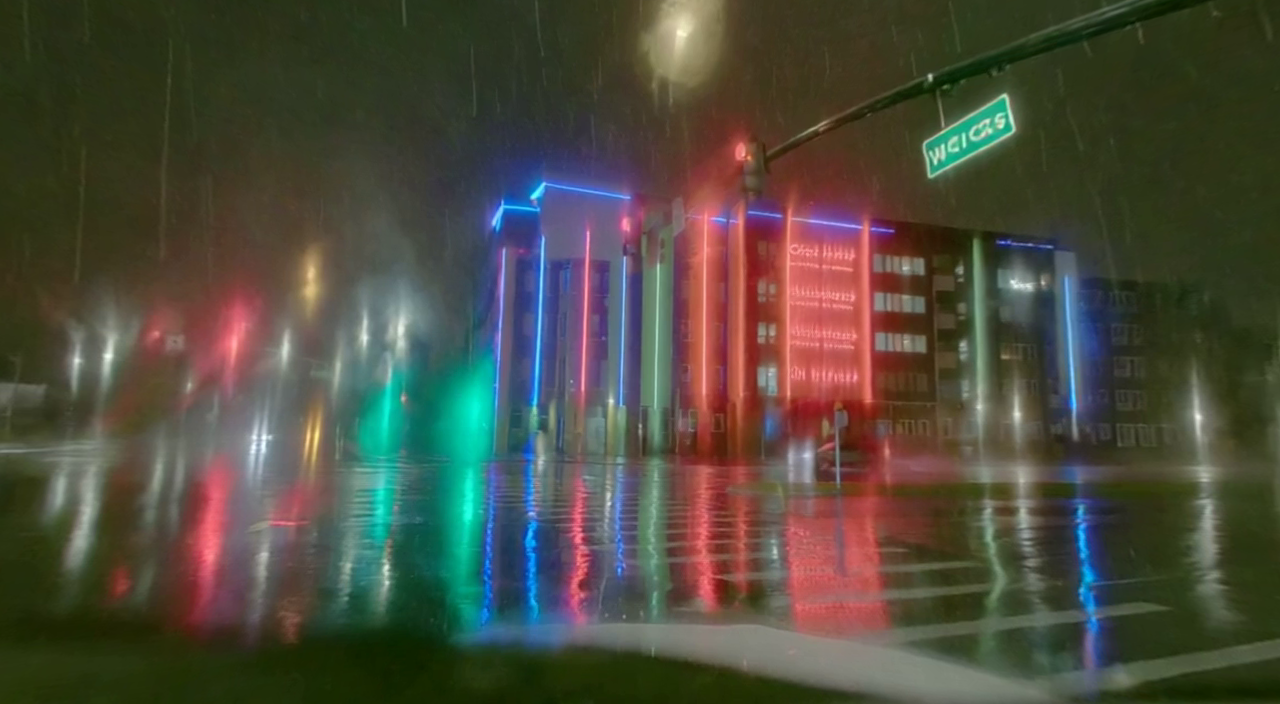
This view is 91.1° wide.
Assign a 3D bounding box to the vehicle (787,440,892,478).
[{"bbox_3d":[10.075,5.354,31.730,4.713,1.775,2.030,3,-9,-20],"label":"vehicle"}]
